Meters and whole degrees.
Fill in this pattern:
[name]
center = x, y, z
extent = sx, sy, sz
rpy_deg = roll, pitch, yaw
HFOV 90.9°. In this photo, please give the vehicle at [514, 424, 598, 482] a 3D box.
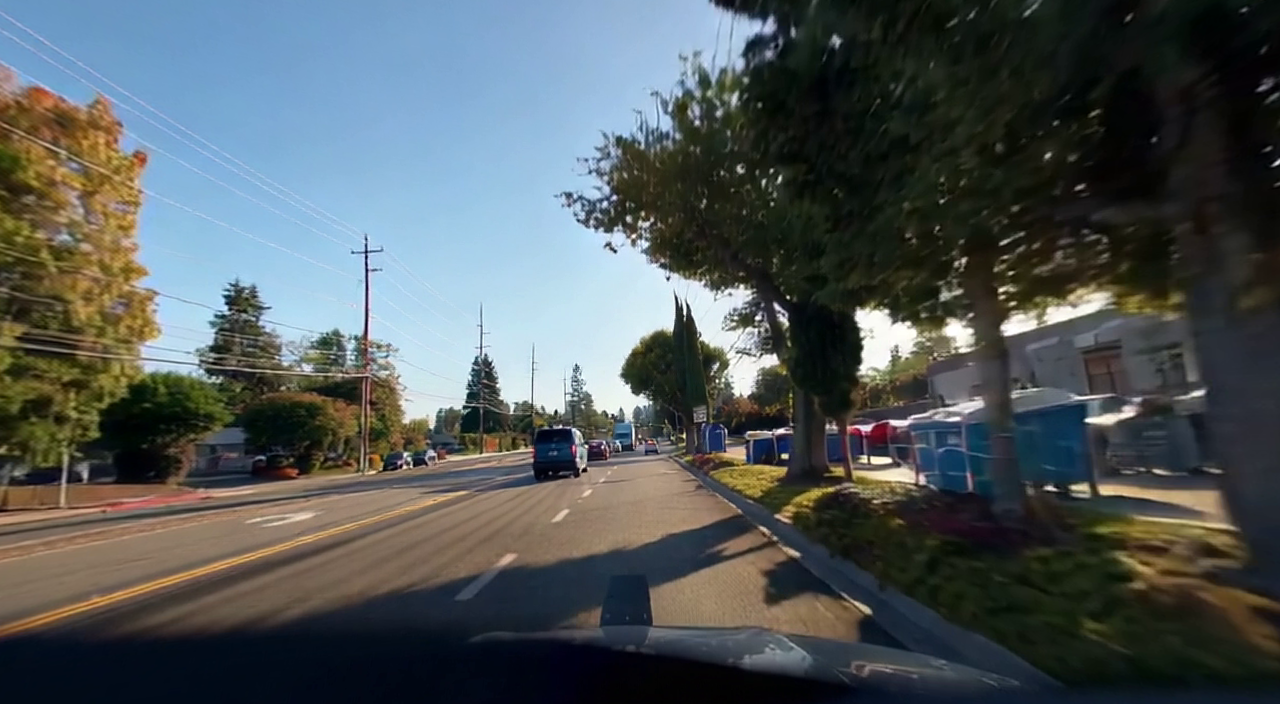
[vehicle]
center = -2.840, 3.599, 22.694
extent = 2.180, 1.818, 5.117
rpy_deg = 0, -8, 2
